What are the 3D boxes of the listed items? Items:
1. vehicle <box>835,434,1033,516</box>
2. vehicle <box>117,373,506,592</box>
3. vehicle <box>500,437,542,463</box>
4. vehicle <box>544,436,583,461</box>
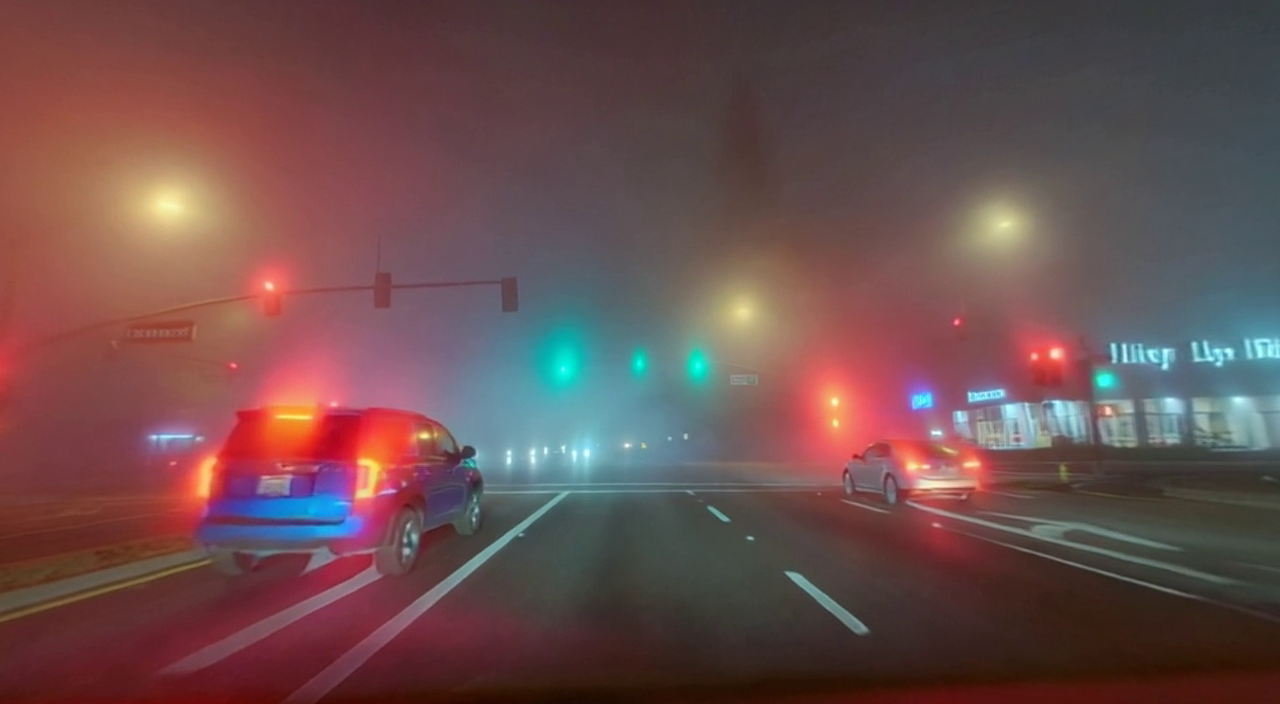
[{"bbox_3d":[6.086,2.590,13.897,1.972,1.476,4.775,0,-8,-1],"label":"vehicle"},{"bbox_3d":[-3.364,1.494,8.040,2.313,1.883,5.016,0,-8,-1],"label":"vehicle"},{"bbox_3d":[-8.695,7.193,46.663,2.273,1.791,4.809,0,-8,-1],"label":"vehicle"},{"bbox_3d":[-5.749,7.306,47.994,2.384,1.787,5.038,0,-8,-1],"label":"vehicle"}]
